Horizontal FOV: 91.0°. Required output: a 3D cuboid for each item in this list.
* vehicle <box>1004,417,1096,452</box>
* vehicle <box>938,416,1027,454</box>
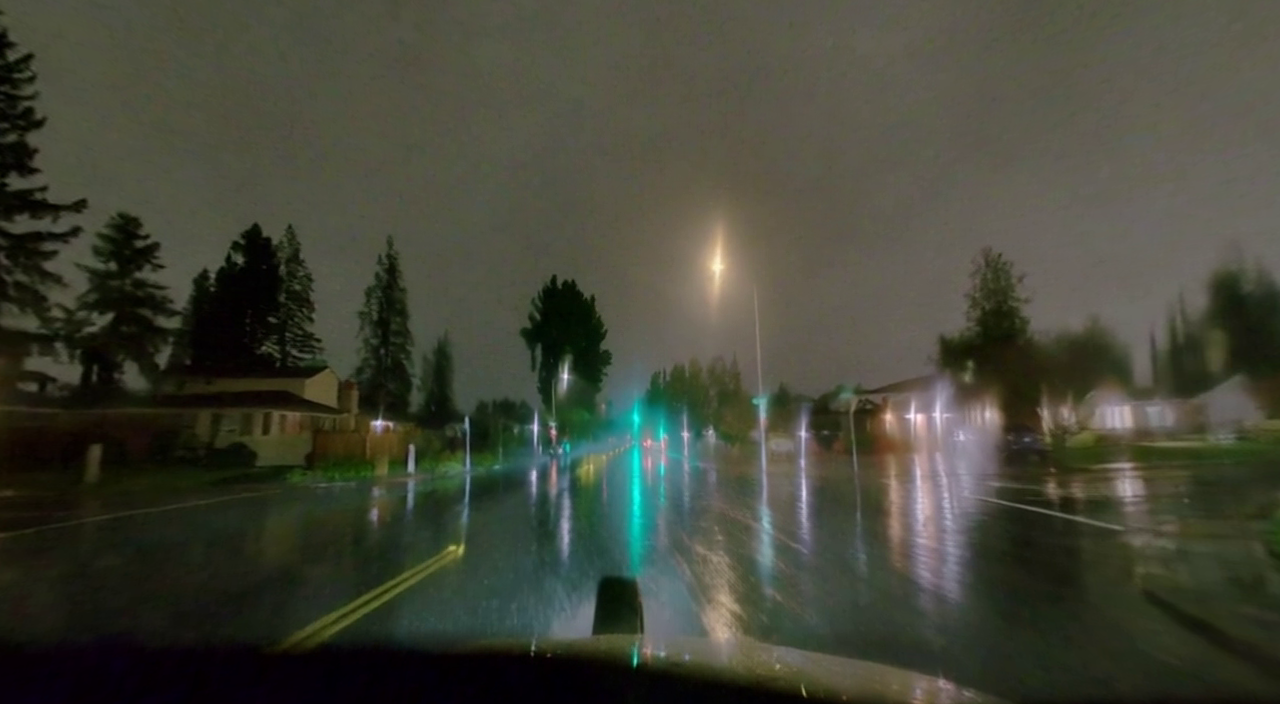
[{"bbox_3d":[18.873,3.859,29.243,1.803,1.504,4.324,-1,-8,7],"label":"vehicle"},{"bbox_3d":[16.115,3.970,29.911,1.829,1.667,4.437,0,-8,2],"label":"vehicle"}]
